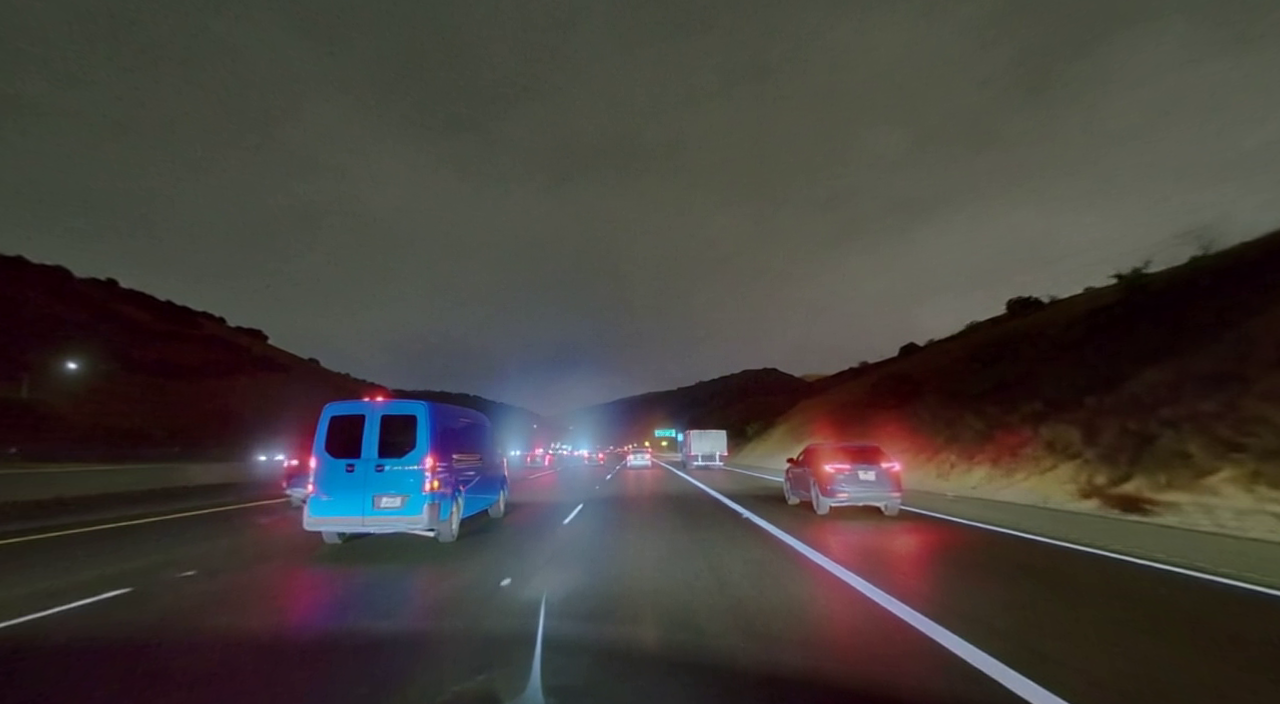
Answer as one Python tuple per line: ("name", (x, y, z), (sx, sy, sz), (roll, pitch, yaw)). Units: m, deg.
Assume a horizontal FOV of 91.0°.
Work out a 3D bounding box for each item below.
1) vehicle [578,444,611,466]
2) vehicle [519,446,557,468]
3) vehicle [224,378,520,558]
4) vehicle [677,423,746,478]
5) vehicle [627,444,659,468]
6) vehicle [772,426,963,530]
("vehicle", (-3.307, 7.641, 46.834), (2.138, 1.581, 4.340), (0, -9, 0))
("vehicle", (-7.333, 7.594, 45.578), (2.021, 1.500, 4.512), (0, -9, 0))
("vehicle", (-3.857, 1.867, 10.723), (2.421, 2.203, 5.775), (0, -9, 1))
("vehicle", (3.765, 5.489, 35.271), (2.877, 2.730, 7.831), (0, -9, 0))
("vehicle", (0.170, 6.899, 41.834), (2.014, 1.543, 3.804), (0, -9, 0))
("vehicle", (4.003, 2.291, 11.968), (2.051, 1.598, 4.145), (0, -9, 0))
